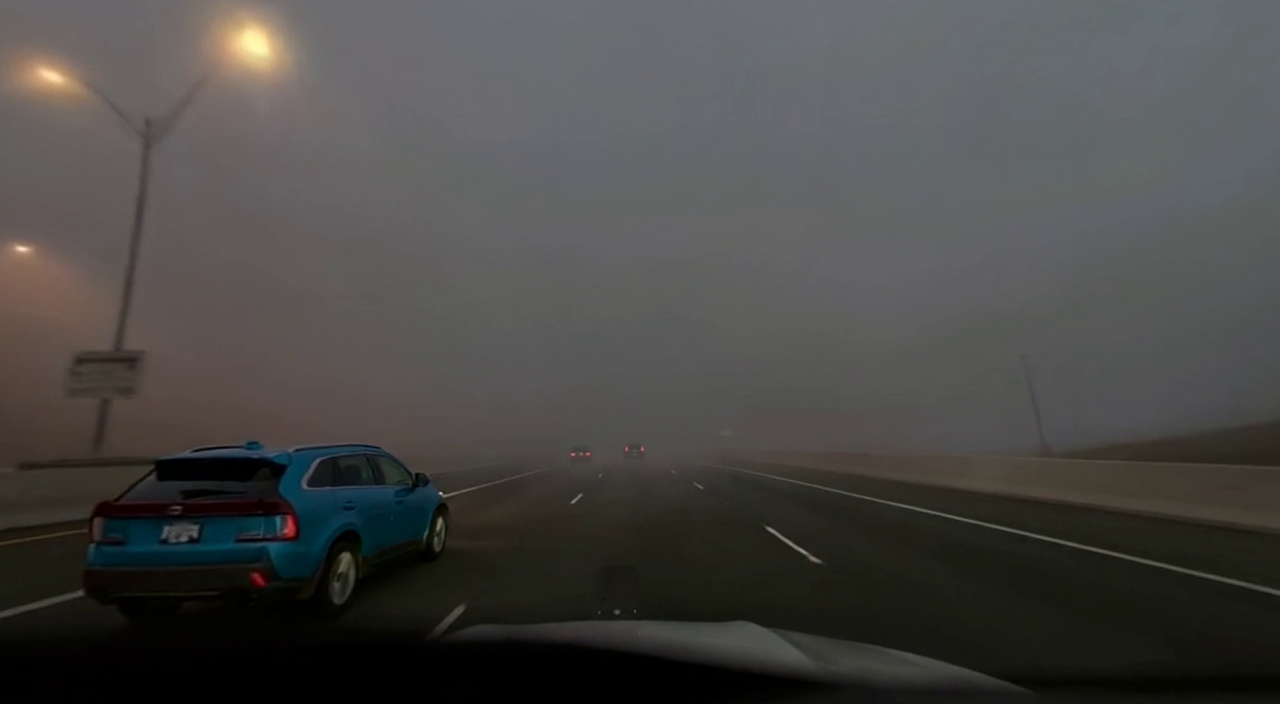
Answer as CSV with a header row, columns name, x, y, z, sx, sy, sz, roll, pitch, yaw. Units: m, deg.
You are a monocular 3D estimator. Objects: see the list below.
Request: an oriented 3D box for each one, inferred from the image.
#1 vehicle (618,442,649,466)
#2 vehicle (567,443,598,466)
name,x,y,z,sx,sy,sz,roll,pitch,yaw
vehicle,-0.513,7.352,45.653,2.132,1.657,3.967,0,-8,-2
vehicle,-4.337,7.800,48.192,2.000,1.646,4.201,0,-8,-1
